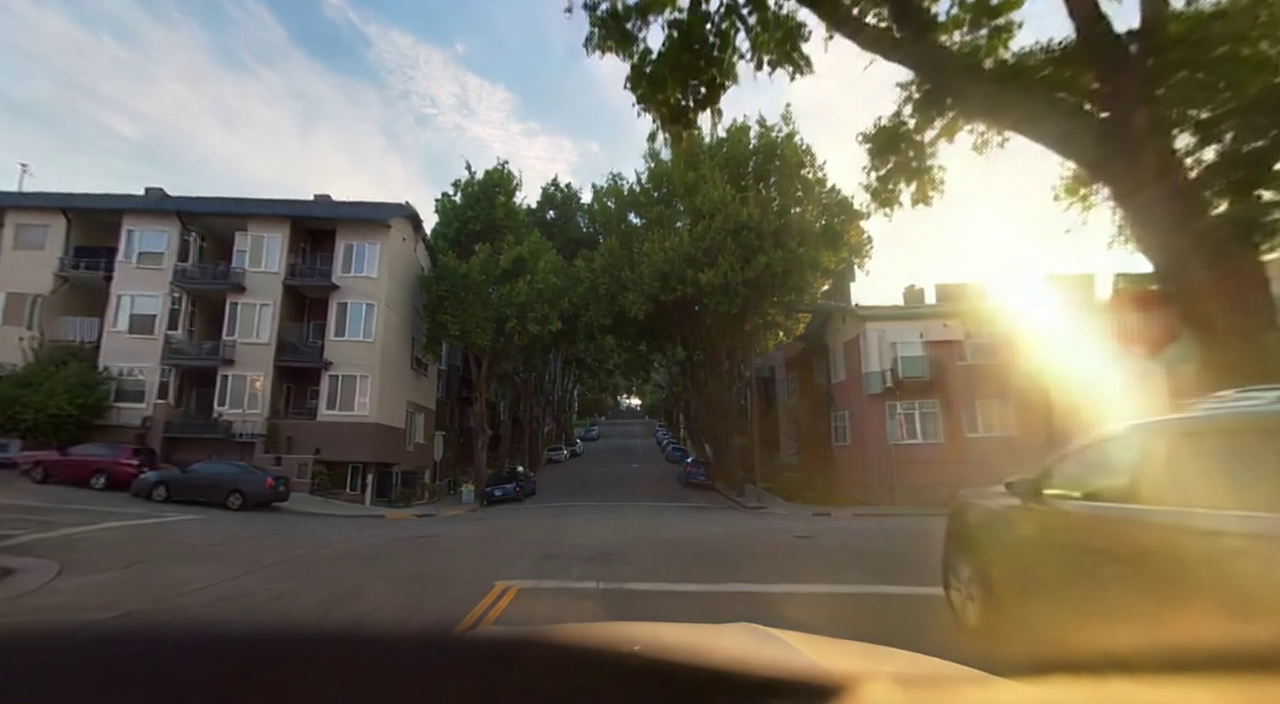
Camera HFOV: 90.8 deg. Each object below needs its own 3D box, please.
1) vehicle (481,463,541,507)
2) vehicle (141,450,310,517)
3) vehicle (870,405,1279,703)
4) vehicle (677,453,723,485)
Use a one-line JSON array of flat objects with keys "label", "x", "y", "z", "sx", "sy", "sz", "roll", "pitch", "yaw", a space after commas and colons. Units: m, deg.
[{"label": "vehicle", "x": -5.880, "y": 6.111, "z": 29.289, "sx": 1.987, "sy": 1.662, "sz": 4.141, "roll": -2, "pitch": -8, "yaw": -1}, {"label": "vehicle", "x": -13.984, "y": 4.468, "z": 21.504, "sx": 4.243, "sy": 1.676, "sz": 1.844, "roll": 6, "pitch": -12, "yaw": 2}, {"label": "vehicle", "x": 3.341, "y": 1.188, "z": 3.724, "sx": 2.064, "sy": 1.548, "sz": 5.186, "roll": 0, "pitch": -8, "yaw": 1}, {"label": "vehicle", "x": 3.414, "y": 6.760, "z": 36.918, "sx": 2.051, "sy": 1.526, "sz": 4.673, "roll": 0, "pitch": -7, "yaw": -2}]
